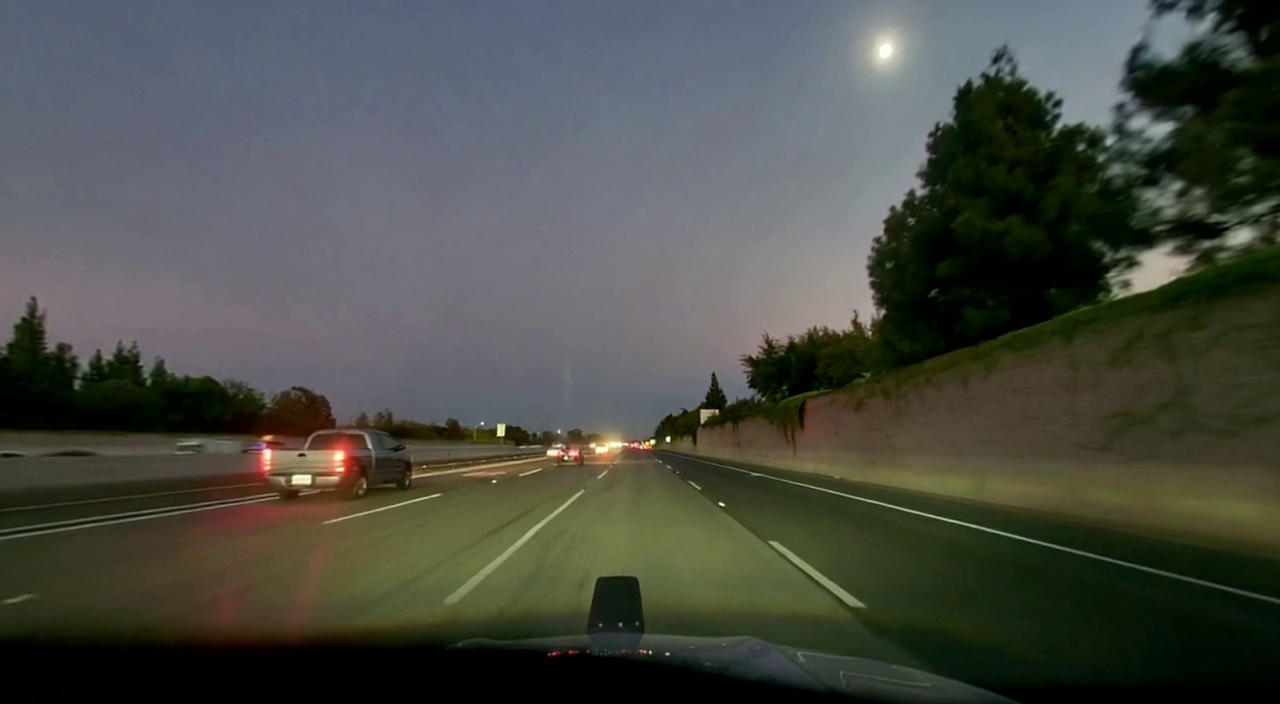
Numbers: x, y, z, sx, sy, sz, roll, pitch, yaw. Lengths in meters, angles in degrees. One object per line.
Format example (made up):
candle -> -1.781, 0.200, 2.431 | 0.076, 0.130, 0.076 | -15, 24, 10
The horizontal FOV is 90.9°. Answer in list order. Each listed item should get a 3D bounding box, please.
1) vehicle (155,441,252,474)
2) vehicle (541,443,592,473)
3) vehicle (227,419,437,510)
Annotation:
vehicle -> -29.450, 7.114, 42.828 | 2.262, 1.999, 5.898 | 0, -8, 1
vehicle -> -3.802, 5.545, 33.386 | 2.106, 1.452, 4.525 | 0, -8, 0
vehicle -> -7.606, 2.864, 16.661 | 2.351, 1.922, 6.335 | 0, -8, 0
